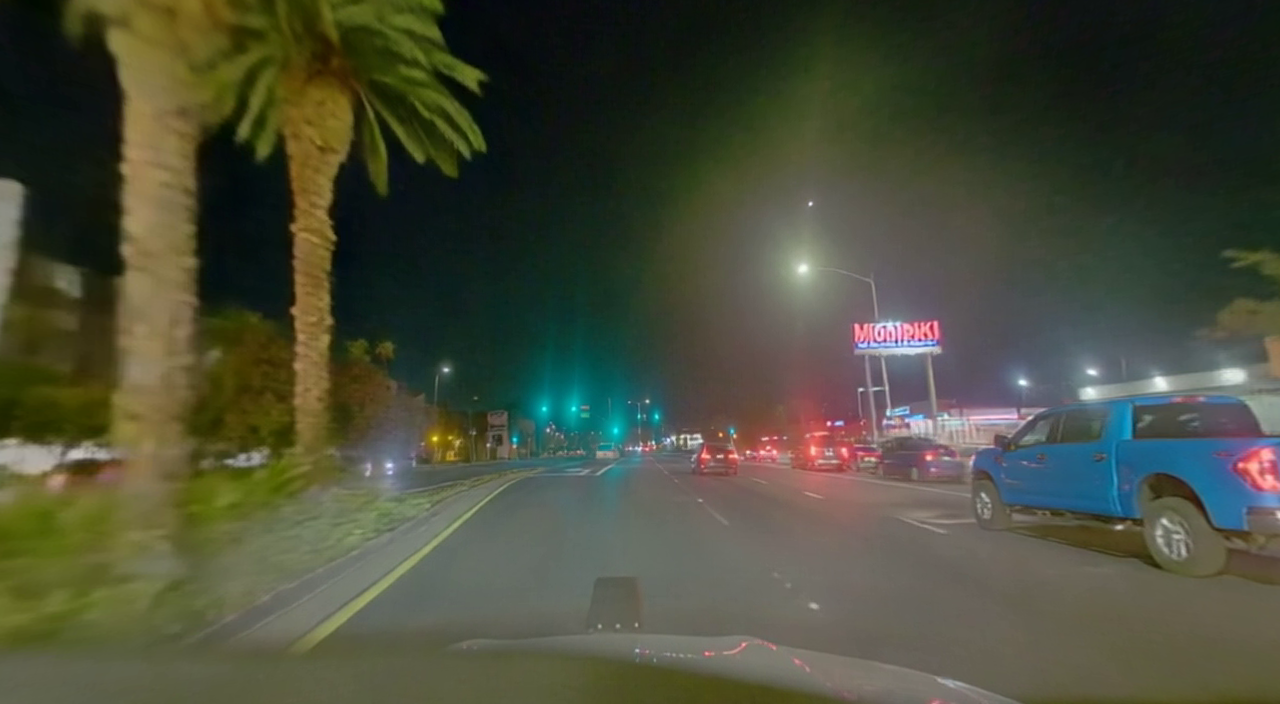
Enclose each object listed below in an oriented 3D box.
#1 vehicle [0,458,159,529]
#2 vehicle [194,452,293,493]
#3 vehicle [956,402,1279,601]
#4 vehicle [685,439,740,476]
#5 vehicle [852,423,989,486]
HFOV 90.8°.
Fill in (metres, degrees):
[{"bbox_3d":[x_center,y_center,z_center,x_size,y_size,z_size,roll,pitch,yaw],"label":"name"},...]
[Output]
[{"bbox_3d":[-15.324,3.522,16.144,2.174,1.509,4.958,-1,-9,0],"label":"vehicle"},{"bbox_3d":[-19.004,5.772,30.580,1.913,1.679,4.543,-3,-9,0],"label":"vehicle"},{"bbox_3d":[6.294,1.598,7.632,2.140,1.606,5.437,0,-9,0],"label":"vehicle"},{"bbox_3d":[3.231,4.828,29.076,1.889,1.541,4.303,0,-9,-2],"label":"vehicle"},{"bbox_3d":[10.420,3.890,24.208,2.417,2.061,5.980,0,-9,-1],"label":"vehicle"}]
